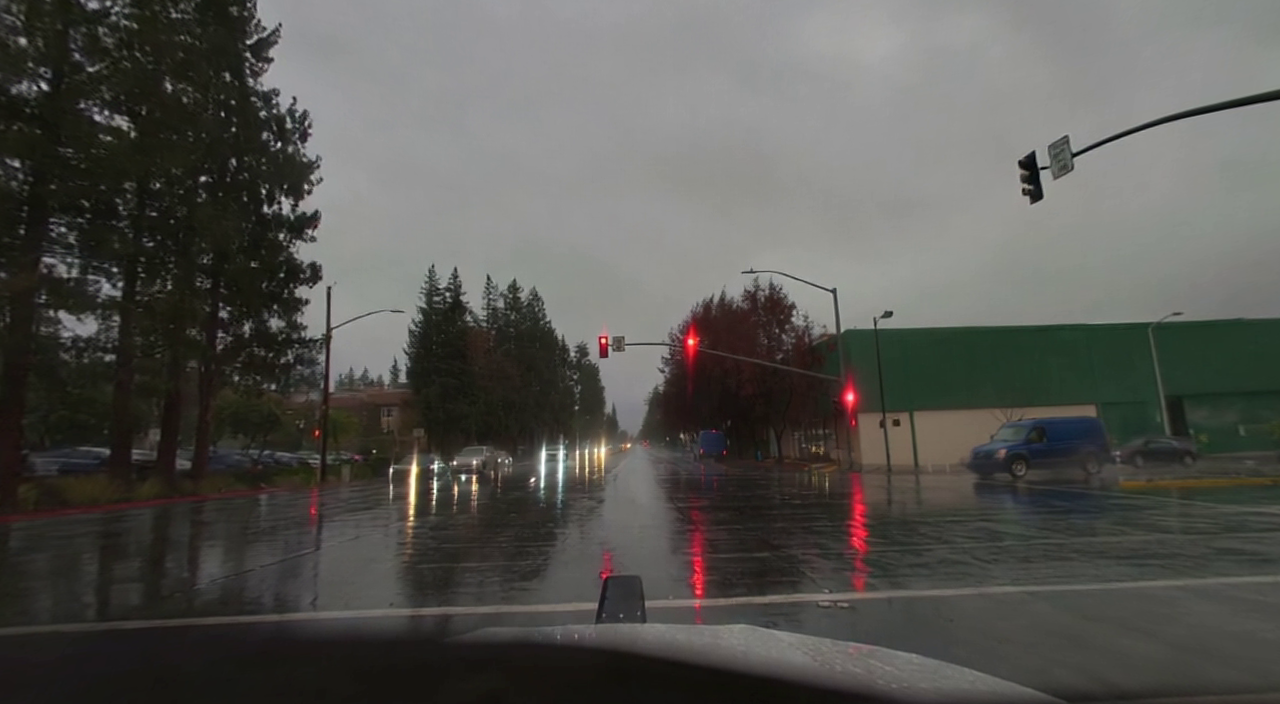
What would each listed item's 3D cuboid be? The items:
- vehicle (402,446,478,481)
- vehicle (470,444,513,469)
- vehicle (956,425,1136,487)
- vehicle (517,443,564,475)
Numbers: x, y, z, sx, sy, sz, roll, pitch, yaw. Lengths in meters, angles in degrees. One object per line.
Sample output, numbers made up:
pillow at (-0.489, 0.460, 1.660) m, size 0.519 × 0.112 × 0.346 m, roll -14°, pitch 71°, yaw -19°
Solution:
vehicle at (-9.008, 5.030, 28.879) m, size 2.024 × 1.460 × 4.381 m, roll 0°, pitch -9°, yaw 0°
vehicle at (-9.019, 6.371, 38.755) m, size 1.779 × 1.460 × 4.463 m, roll 0°, pitch -9°, yaw -3°
vehicle at (14.843, 3.760, 23.123) m, size 5.910 × 2.046 × 2.228 m, roll 3°, pitch -9°, yaw -19°
vehicle at (-4.788, 5.188, 30.908) m, size 1.846 × 1.416 × 4.228 m, roll 0°, pitch -9°, yaw -3°
